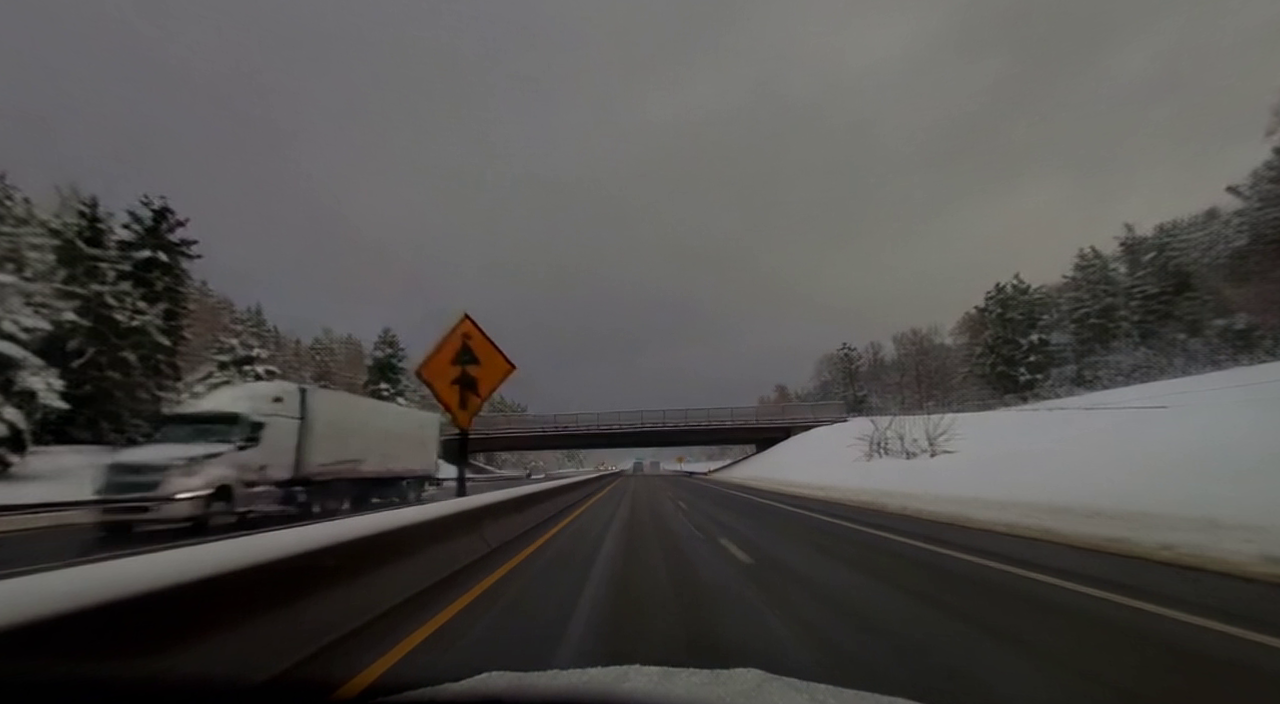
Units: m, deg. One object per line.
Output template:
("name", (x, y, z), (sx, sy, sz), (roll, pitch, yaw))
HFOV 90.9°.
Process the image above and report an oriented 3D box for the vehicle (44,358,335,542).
("vehicle", (-11.316, 2.667, 16.907), (3.027, 3.994, 6.031), (1, -10, 0))
